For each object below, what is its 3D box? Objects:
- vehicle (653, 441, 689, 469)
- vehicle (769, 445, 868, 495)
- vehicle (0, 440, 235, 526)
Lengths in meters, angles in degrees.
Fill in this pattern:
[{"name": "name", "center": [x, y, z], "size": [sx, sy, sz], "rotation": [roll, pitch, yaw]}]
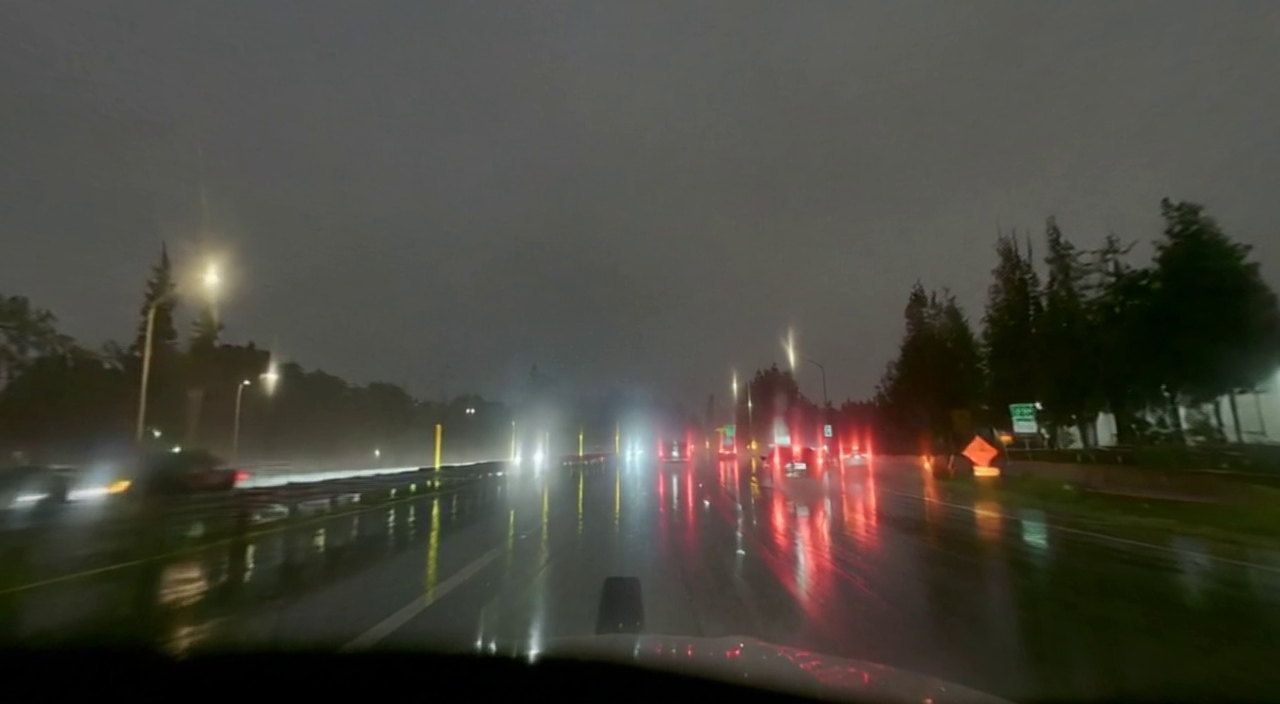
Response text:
[{"name": "vehicle", "center": [1.989, 6.662, 41.141], "size": [2.201, 1.676, 4.541], "rotation": [-1, -9, 2]}, {"name": "vehicle", "center": [5.720, 3.816, 20.827], "size": [2.044, 1.474, 4.083], "rotation": [0, -9, -1]}, {"name": "vehicle", "center": [-11.982, 2.957, 14.848], "size": [1.957, 1.688, 4.315], "rotation": [0, -9, 1]}]
